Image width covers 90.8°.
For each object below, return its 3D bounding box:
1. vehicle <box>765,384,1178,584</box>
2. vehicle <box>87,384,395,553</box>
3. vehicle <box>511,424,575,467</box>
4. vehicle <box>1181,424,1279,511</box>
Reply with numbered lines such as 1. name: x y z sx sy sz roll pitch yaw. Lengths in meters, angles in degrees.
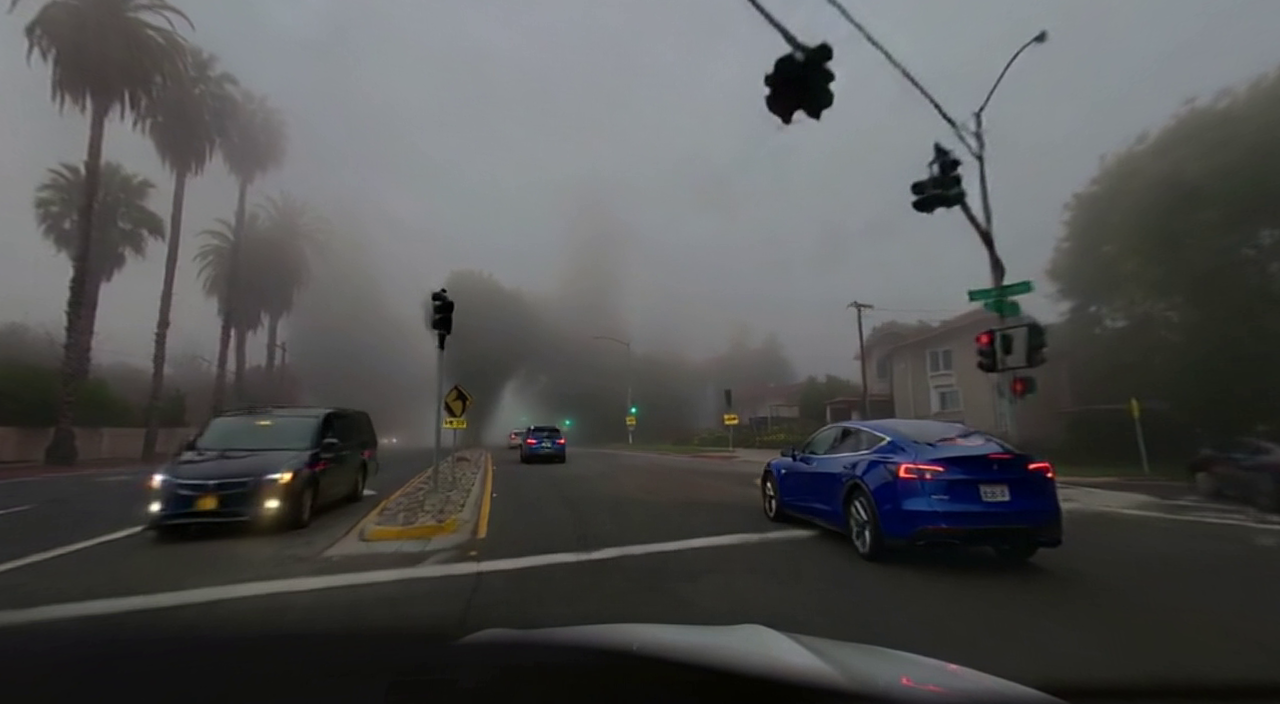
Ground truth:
1. vehicle: 3.645 1.588 8.491 2.205 1.803 5.135 1 -8 -9
2. vehicle: -5.579 1.714 9.969 2.283 1.878 5.384 2 -9 -12
3. vehicle: -4.390 4.118 27.938 2.341 1.709 4.466 2 -9 -14
4. vehicle: 14.667 2.570 14.748 5.224 1.688 2.290 5 -11 -42
